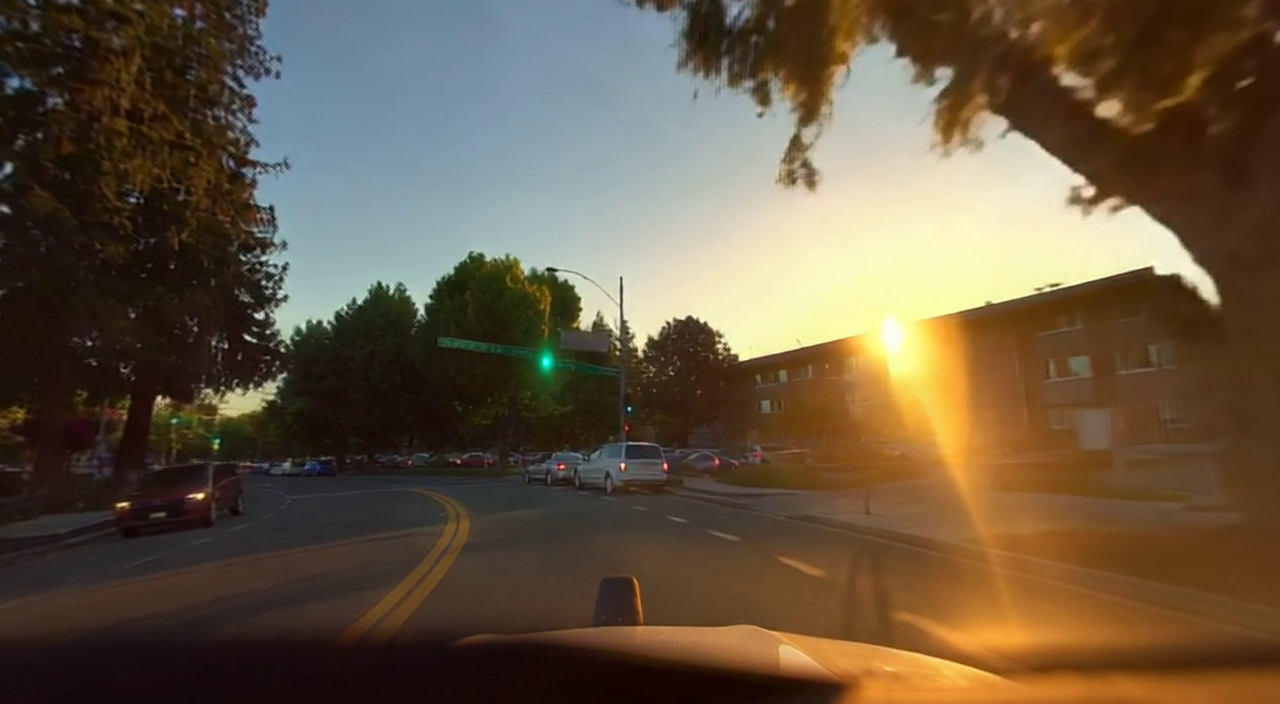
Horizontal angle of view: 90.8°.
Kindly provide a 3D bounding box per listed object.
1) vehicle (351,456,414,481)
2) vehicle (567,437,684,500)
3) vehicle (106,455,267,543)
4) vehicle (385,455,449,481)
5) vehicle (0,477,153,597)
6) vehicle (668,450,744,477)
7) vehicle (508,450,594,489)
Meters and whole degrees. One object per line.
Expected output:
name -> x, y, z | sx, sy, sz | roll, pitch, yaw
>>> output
vehicle -> -17.692, 7.929, 43.299 | 4.789, 1.509, 2.016 | -8, -12, 42
vehicle -> -0.639, 3.793, 21.082 | 2.289, 1.785, 4.944 | 3, -9, -22
vehicle -> -10.622, 3.366, 15.240 | 2.142, 1.483, 4.629 | -2, -7, -23
vehicle -> -14.004, 7.228, 39.593 | 1.884, 1.508, 4.713 | 8, -12, -44
vehicle -> -8.344, 2.049, 6.041 | 2.876, 1.170, 6.732 | -3, -8, -8
vehicle -> 3.766, 6.264, 35.773 | 2.218, 1.373, 4.156 | -8, -11, 41
vehicle -> -4.008, 5.101, 27.830 | 2.066, 1.509, 4.579 | 5, -10, -31
